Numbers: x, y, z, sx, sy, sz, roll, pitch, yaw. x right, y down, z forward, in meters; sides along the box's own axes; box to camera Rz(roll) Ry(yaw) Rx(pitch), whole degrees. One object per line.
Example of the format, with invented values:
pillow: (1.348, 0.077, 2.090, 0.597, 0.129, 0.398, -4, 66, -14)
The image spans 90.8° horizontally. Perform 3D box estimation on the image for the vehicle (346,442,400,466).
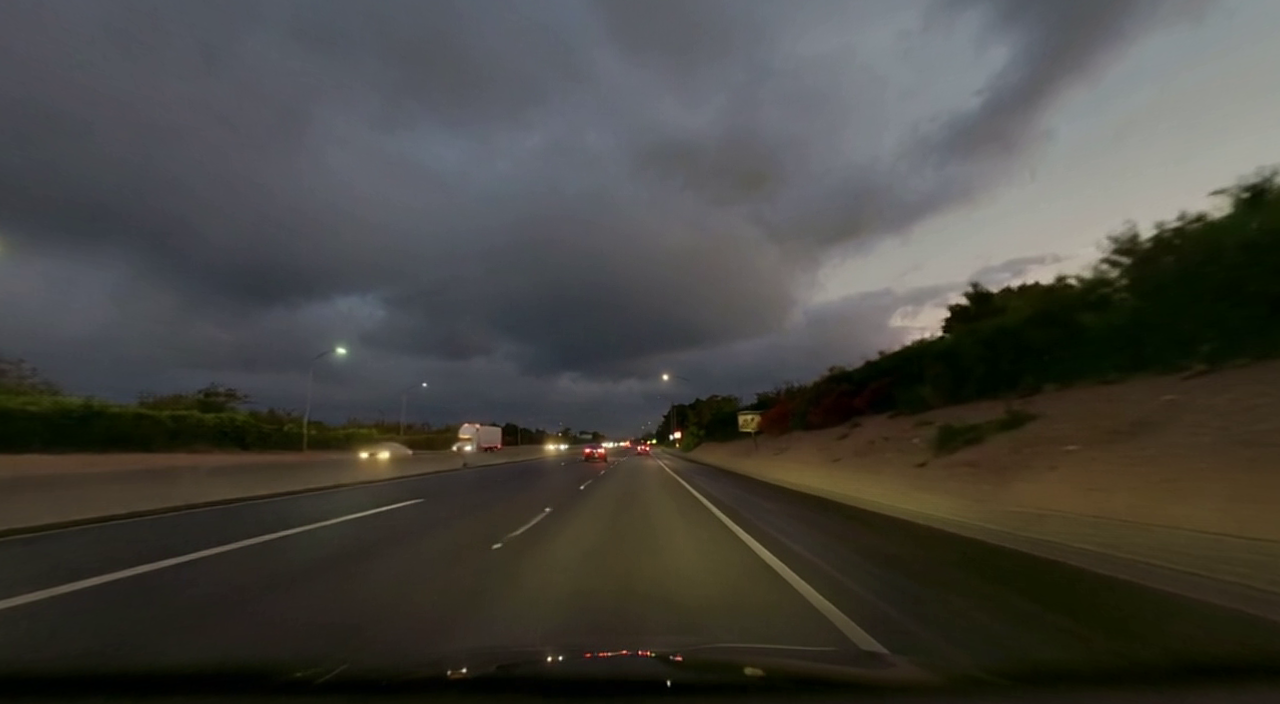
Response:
vehicle: (-18.901, 7.218, 44.846, 1.934, 1.555, 4.287, 0, -9, 1)
